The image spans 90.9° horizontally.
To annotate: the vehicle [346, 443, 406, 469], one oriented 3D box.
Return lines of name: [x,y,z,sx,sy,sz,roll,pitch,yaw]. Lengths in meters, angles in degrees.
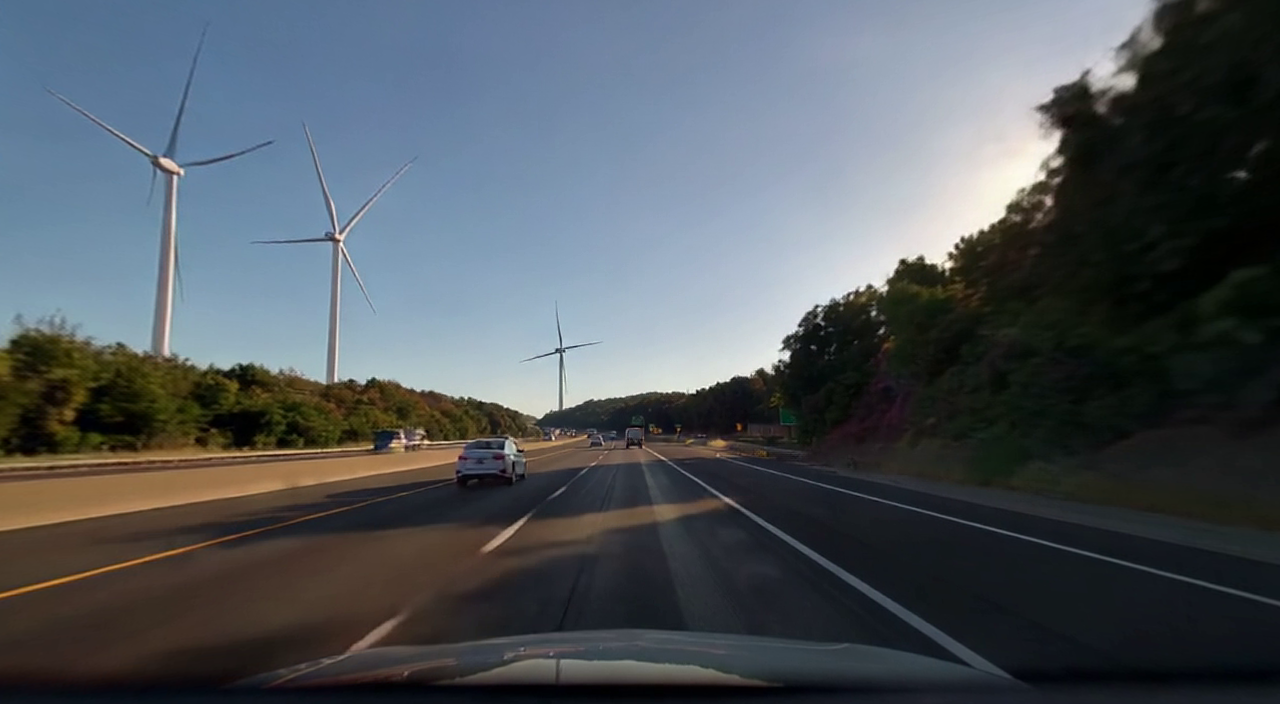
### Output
vehicle: [-16.870,6.630,40.520,2.184,1.556,3.963,0,-8,-1]

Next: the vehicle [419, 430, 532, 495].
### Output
vehicle: [-4.226,2.889,16.870,1.950,1.511,3.965,0,-8,0]
